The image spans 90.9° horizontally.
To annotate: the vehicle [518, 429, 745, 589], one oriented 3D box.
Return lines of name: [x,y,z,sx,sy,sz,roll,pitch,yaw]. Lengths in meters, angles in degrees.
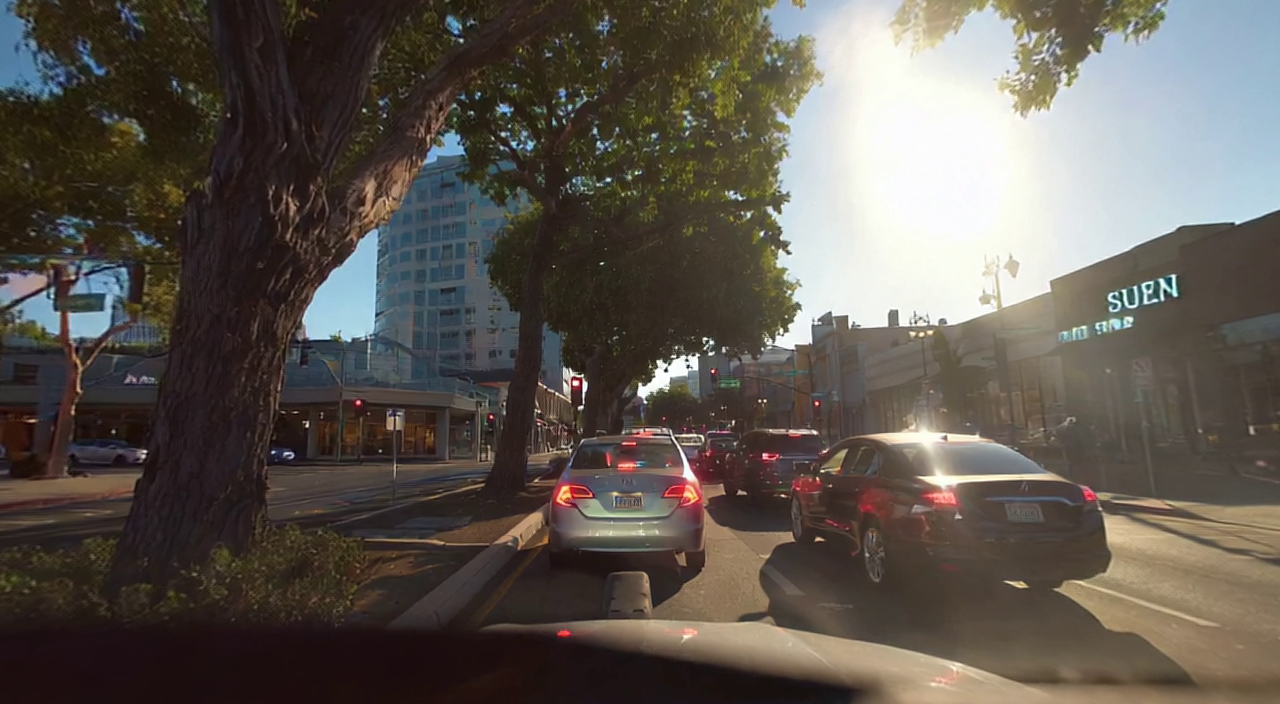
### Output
vehicle: [-0.090,1.756,7.940,2.087,1.456,4.143,0,-8,0]

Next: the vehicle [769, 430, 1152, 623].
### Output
vehicle: [2.906,1.650,7.010,1.893,1.446,4.270,0,-8,-2]
